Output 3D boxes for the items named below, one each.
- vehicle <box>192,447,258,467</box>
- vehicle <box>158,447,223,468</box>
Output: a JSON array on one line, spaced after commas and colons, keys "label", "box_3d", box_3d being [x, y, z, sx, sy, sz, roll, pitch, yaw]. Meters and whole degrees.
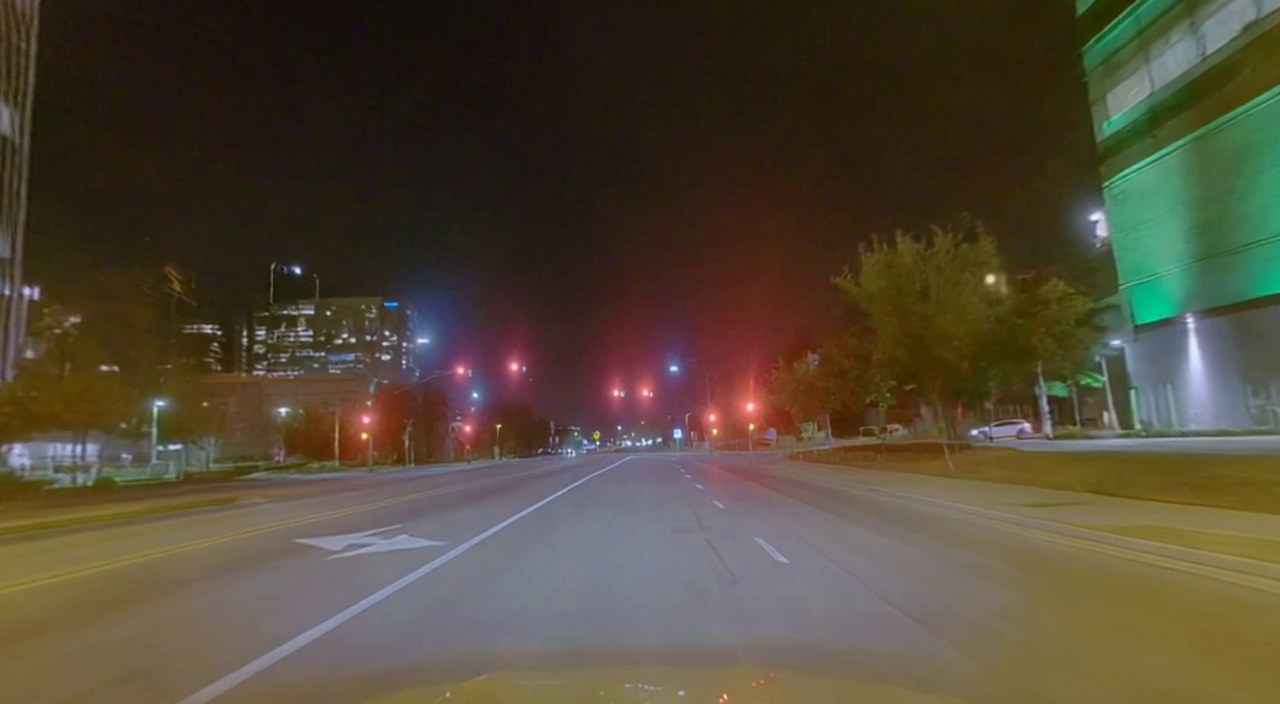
[{"label": "vehicle", "box_3d": [-32.072, 8.101, 48.874, 1.852, 1.485, 4.683, 0, -9, 1]}, {"label": "vehicle", "box_3d": [-34.703, 8.144, 48.790, 1.916, 1.522, 4.217, 0, -8, 0]}]
